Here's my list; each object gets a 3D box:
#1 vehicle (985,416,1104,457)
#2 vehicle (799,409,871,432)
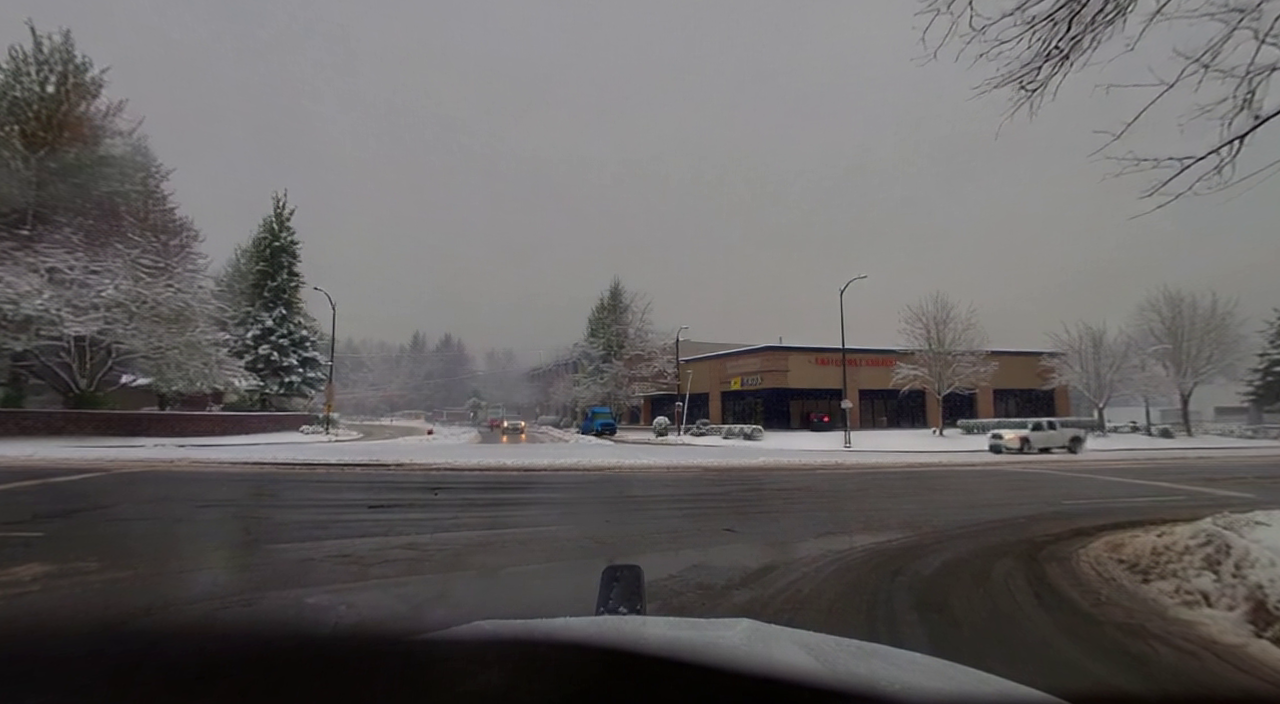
[{"bbox_3d":[19.496,4.093,30.234,5.333,1.837,2.124,4,-9,-24],"label":"vehicle"},{"bbox_3d":[13.666,4.854,44.020,4.674,1.483,1.745,3,-9,-21],"label":"vehicle"}]
